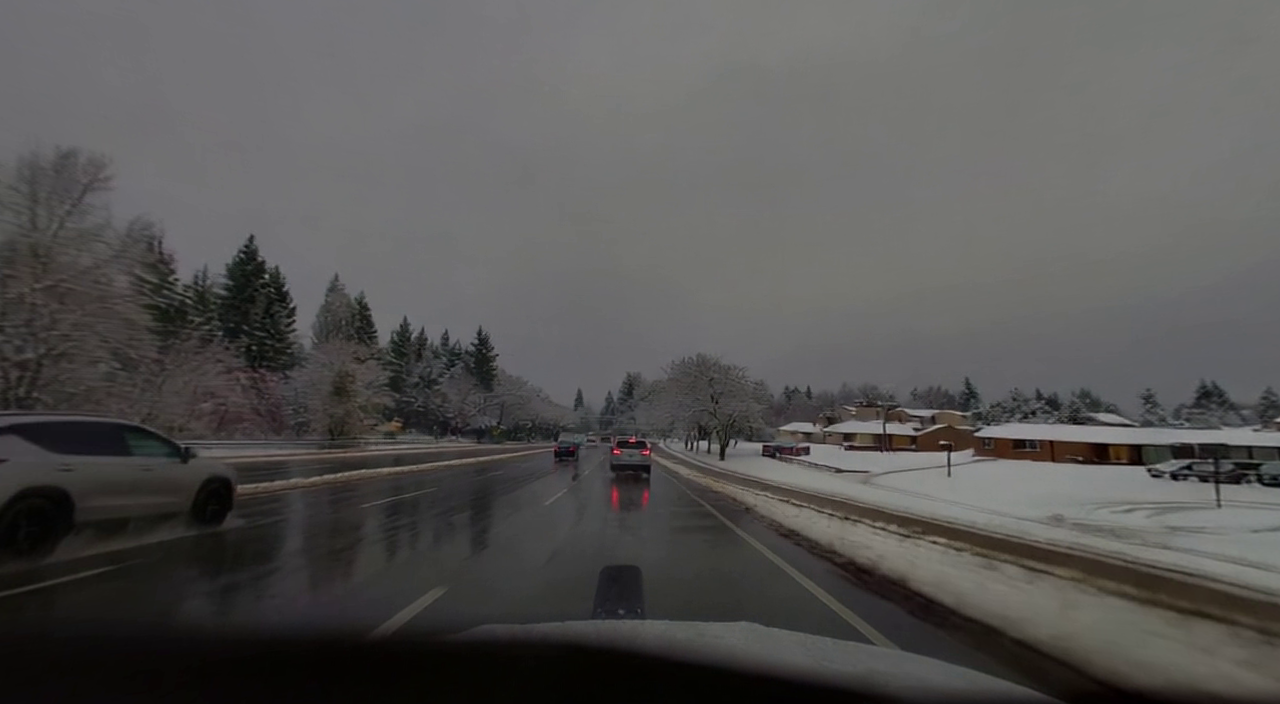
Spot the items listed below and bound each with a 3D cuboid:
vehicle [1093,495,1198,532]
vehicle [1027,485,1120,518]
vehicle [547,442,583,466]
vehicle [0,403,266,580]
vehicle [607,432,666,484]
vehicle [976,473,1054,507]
[{"bbox_3d":[27.879,8.903,35.054,1.845,1.533,4.455,1,-8,-6],"label":"vehicle"},{"bbox_3d":[27.209,9.390,39.881,1.874,1.577,4.877,2,-8,-9],"label":"vehicle"},{"bbox_3d":[-5.226,7.142,44.538,2.123,1.592,4.505,0,-8,-1],"label":"vehicle"},{"bbox_3d":[-7.034,1.564,7.632,1.997,1.650,5.090,0,-8,-1],"label":"vehicle"},{"bbox_3d":[-0.129,4.127,24.920,2.125,1.830,4.370,0,-8,0],"label":"vehicle"},{"bbox_3d":[26.564,9.749,44.962,1.858,1.849,4.942,1,-7,-11],"label":"vehicle"}]
